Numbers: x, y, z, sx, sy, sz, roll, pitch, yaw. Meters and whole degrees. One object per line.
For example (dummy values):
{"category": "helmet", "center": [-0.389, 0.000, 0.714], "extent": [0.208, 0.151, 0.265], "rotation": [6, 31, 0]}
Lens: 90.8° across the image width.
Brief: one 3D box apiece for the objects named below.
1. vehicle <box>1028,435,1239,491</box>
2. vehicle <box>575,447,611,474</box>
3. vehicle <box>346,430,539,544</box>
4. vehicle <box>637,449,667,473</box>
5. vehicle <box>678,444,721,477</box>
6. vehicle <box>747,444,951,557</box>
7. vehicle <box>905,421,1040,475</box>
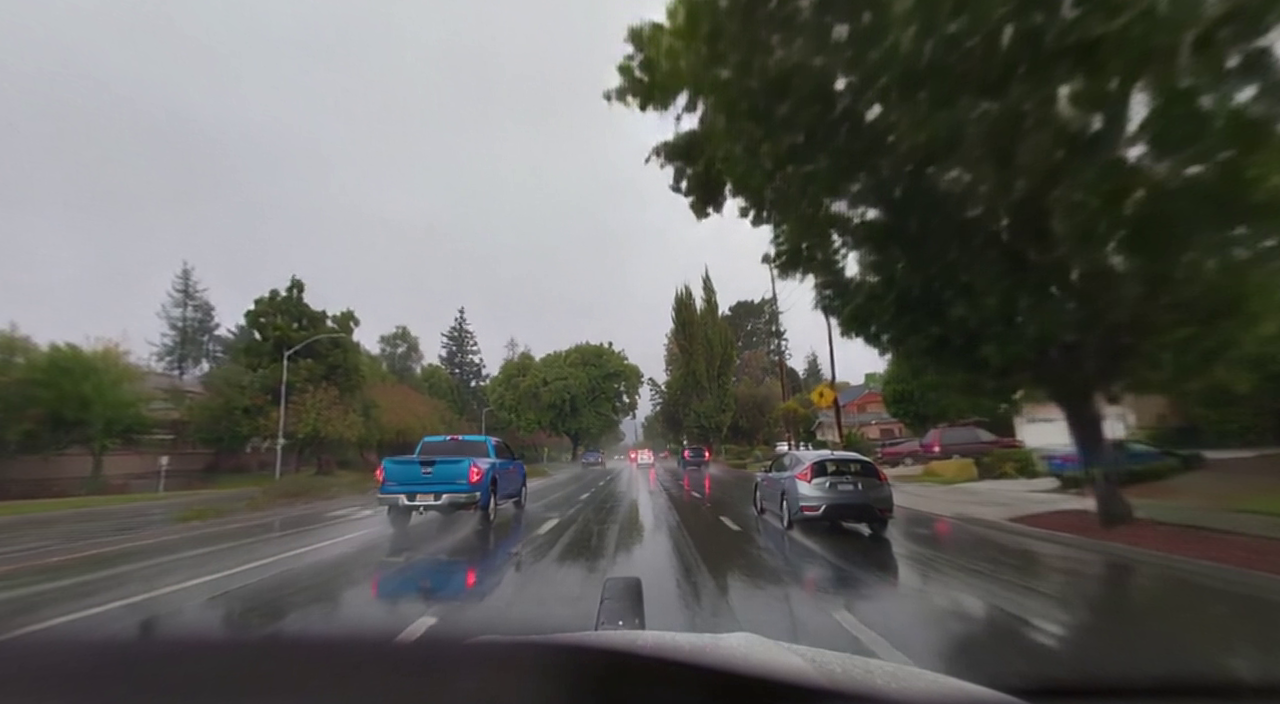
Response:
{"category": "vehicle", "center": [13.853, 3.140, 17.960], "extent": [4.300, 1.487, 1.877], "rotation": [-1, -9, 3]}
{"category": "vehicle", "center": [-3.229, 7.570, 44.355], "extent": [2.218, 1.829, 4.492], "rotation": [0, -9, 0]}
{"category": "vehicle", "center": [-3.518, 2.509, 12.568], "extent": [2.111, 1.745, 5.274], "rotation": [0, -9, 0]}
{"category": "vehicle", "center": [0.876, 8.008, 46.636], "extent": [1.997, 1.636, 3.760], "rotation": [0, -9, -2]}
{"category": "vehicle", "center": [3.572, 6.621, 38.760], "extent": [2.099, 1.845, 4.363], "rotation": [0, -9, -2]}
{"category": "vehicle", "center": [3.138, 2.286, 10.524], "extent": [1.884, 1.463, 4.195], "rotation": [0, -9, -1]}
{"category": "vehicle", "center": [15.167, 4.406, 29.041], "extent": [4.801, 2.233, 2.222], "rotation": [-2, -9, -1]}
